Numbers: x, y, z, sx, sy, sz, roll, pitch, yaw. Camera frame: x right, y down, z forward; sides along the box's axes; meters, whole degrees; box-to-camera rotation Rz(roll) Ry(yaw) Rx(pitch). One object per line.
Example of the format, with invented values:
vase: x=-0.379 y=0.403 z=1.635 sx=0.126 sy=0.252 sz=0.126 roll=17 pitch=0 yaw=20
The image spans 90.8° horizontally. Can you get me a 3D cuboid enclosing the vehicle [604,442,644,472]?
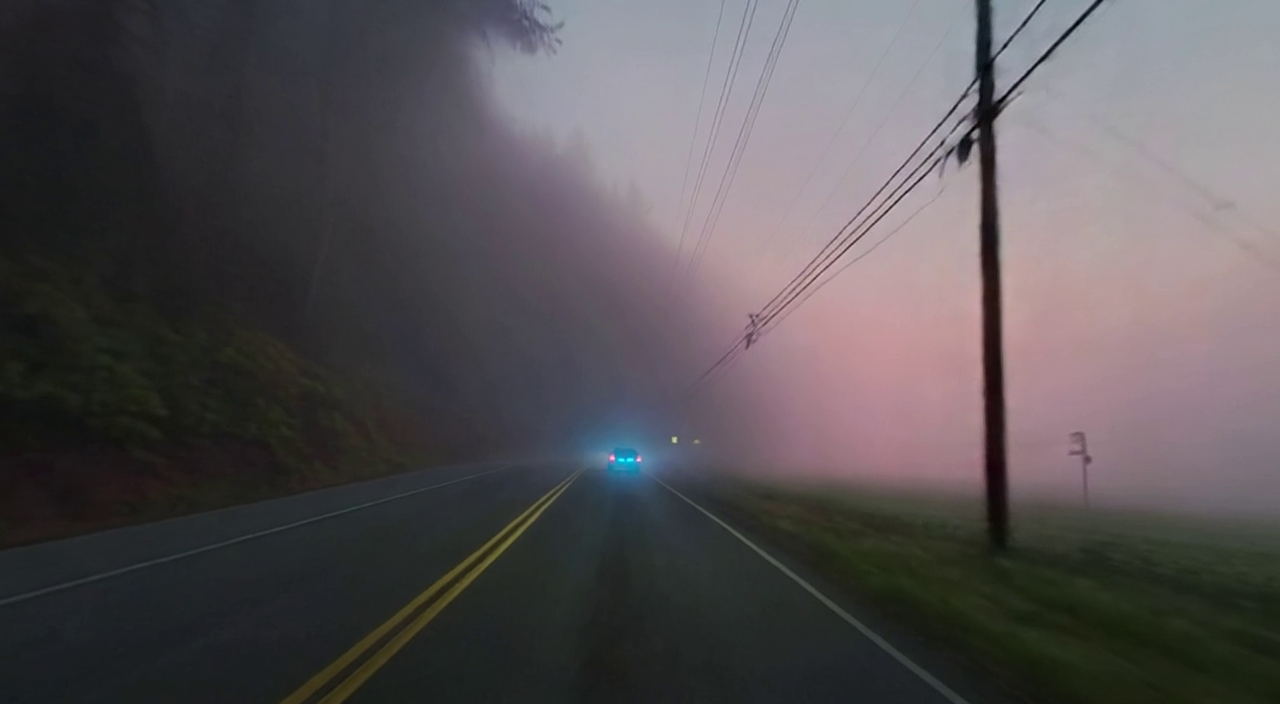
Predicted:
vehicle: x=-0.893 y=5.772 z=34.930 sx=2.059 sy=1.524 sz=3.963 roll=1 pitch=-9 yaw=-1
